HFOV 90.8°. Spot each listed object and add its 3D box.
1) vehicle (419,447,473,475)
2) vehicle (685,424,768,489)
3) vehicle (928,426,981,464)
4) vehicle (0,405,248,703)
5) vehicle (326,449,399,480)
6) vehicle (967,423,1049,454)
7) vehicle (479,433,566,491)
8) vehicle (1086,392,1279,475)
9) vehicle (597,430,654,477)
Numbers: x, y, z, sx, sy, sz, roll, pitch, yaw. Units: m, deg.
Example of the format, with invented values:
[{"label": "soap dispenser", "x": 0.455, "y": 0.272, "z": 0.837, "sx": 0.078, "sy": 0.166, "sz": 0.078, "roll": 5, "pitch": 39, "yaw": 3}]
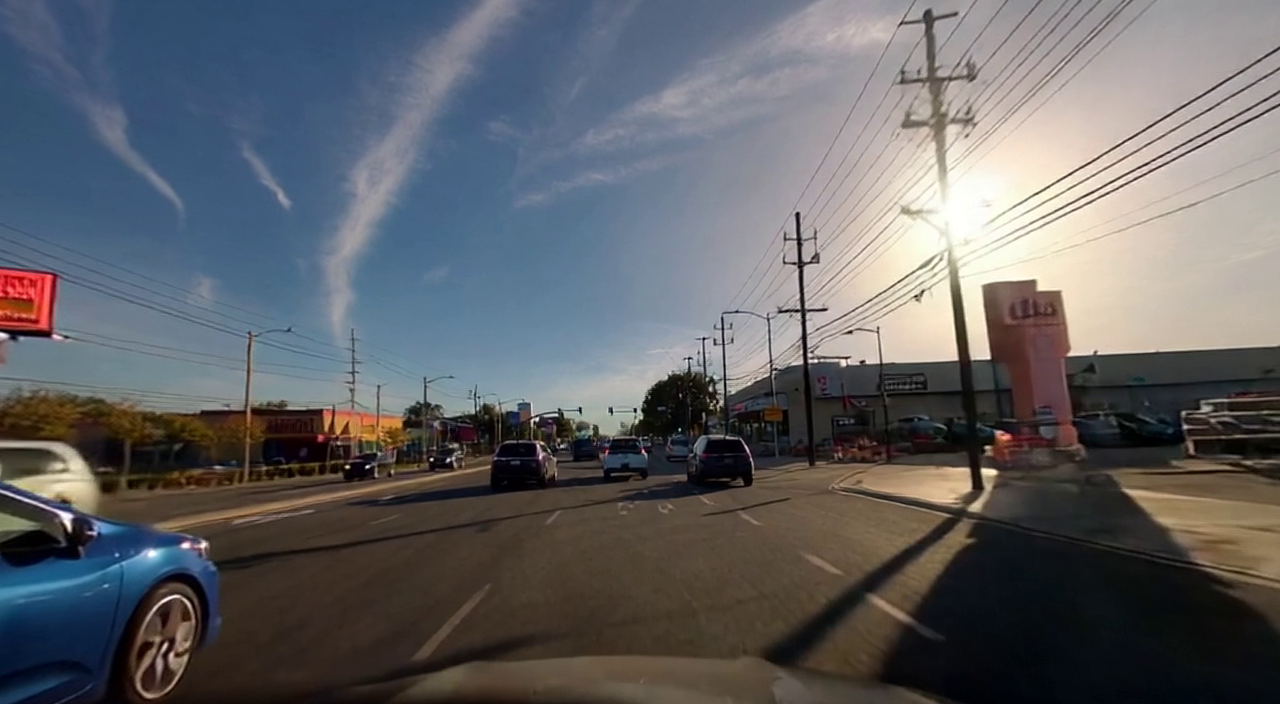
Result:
[{"label": "vehicle", "x": -11.499, "y": 6.460, "z": 37.777, "sx": 1.862, "sy": 1.510, "sz": 4.381, "roll": 0, "pitch": -8, "yaw": 0}, {"label": "vehicle", "x": 2.757, "y": 3.447, "z": 21.108, "sx": 2.026, "sy": 1.904, "sz": 4.102, "roll": 0, "pitch": -8, "yaw": -2}, {"label": "vehicle", "x": 14.941, "y": 4.392, "z": 29.861, "sx": 1.990, "sy": 1.597, "sz": 4.475, "roll": -5, "pitch": -9, "yaw": 28}, {"label": "vehicle", "x": -3.431, "y": 0.848, "z": 1.616, "sx": 2.022, "sy": 1.498, "sz": 4.471, "roll": 0, "pitch": -8, "yaw": -1}, {"label": "vehicle", "x": -15.089, "y": 6.109, "z": 34.633, "sx": 1.986, "sy": 1.553, "sz": 4.640, "roll": 0, "pitch": -8, "yaw": -1}, {"label": "vehicle", "x": 19.439, "y": 4.633, "z": 33.598, "sx": 1.883, "sy": 1.499, "sz": 4.403, "roll": -1, "pitch": -8, "yaw": 4}, {"label": "vehicle", "x": -3.654, "y": 3.503, "z": 20.412, "sx": 2.051, "sy": 1.671, "sz": 3.861, "roll": 0, "pitch": -8, "yaw": 0}, {"label": "vehicle", "x": 16.176, "y": 2.381, "z": 18.269, "sx": 2.409, "sy": 1.981, "sz": 5.809, "roll": -2, "pitch": -8, "yaw": 2}, {"label": "vehicle", "x": -0.639, "y": 4.522, "z": 28.307, "sx": 2.326, "sy": 1.925, "sz": 4.253, "roll": 0, "pitch": -8, "yaw": -1}]
